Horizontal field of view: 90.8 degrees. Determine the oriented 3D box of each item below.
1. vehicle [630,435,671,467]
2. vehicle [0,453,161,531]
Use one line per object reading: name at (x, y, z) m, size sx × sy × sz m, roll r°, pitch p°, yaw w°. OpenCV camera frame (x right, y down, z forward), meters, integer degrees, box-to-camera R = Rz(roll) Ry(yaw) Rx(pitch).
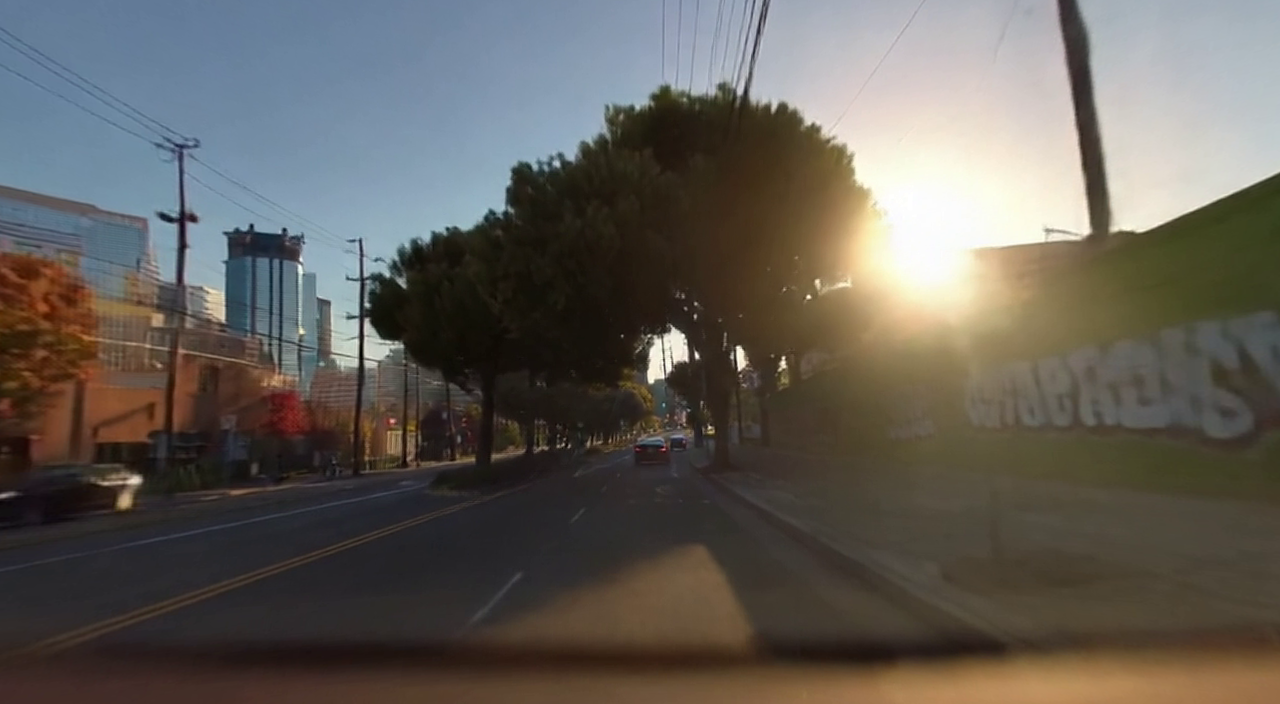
vehicle at (0.616, 5.309, 34.109) m, size 2.105 × 1.611 × 3.750 m, roll 0°, pitch -8°, yaw 2°
vehicle at (-15.860, 3.762, 17.335) m, size 1.952 × 1.698 × 4.493 m, roll -5°, pitch -8°, yaw 1°
